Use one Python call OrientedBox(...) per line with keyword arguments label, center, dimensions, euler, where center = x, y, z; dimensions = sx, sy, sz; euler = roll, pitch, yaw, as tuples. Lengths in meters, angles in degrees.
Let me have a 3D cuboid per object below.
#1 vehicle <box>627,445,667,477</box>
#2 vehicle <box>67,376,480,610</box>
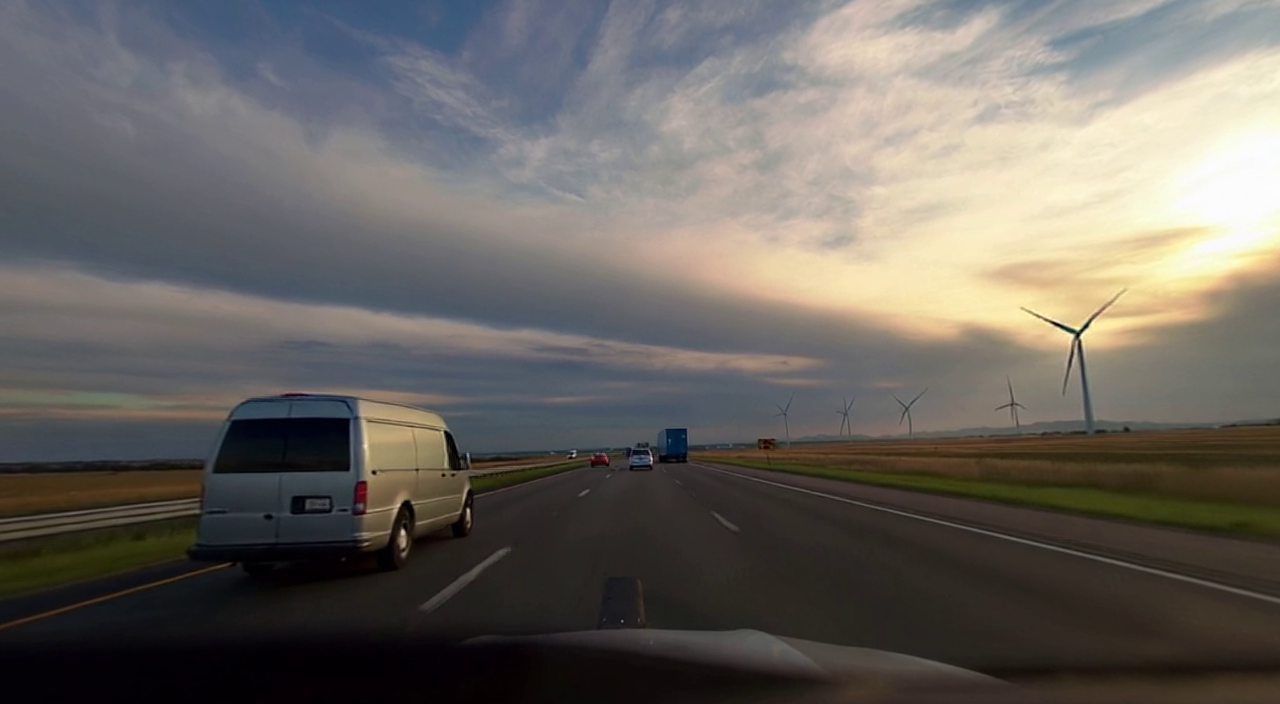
OrientedBox(label="vehicle", center=(0.378, 6.084, 35.363), dimensions=(2.083, 1.689, 4.083), euler=(0, -9, 1))
OrientedBox(label="vehicle", center=(-3.736, 1.564, 7.789), dimensions=(2.238, 1.984, 4.650), euler=(0, -9, 0))
